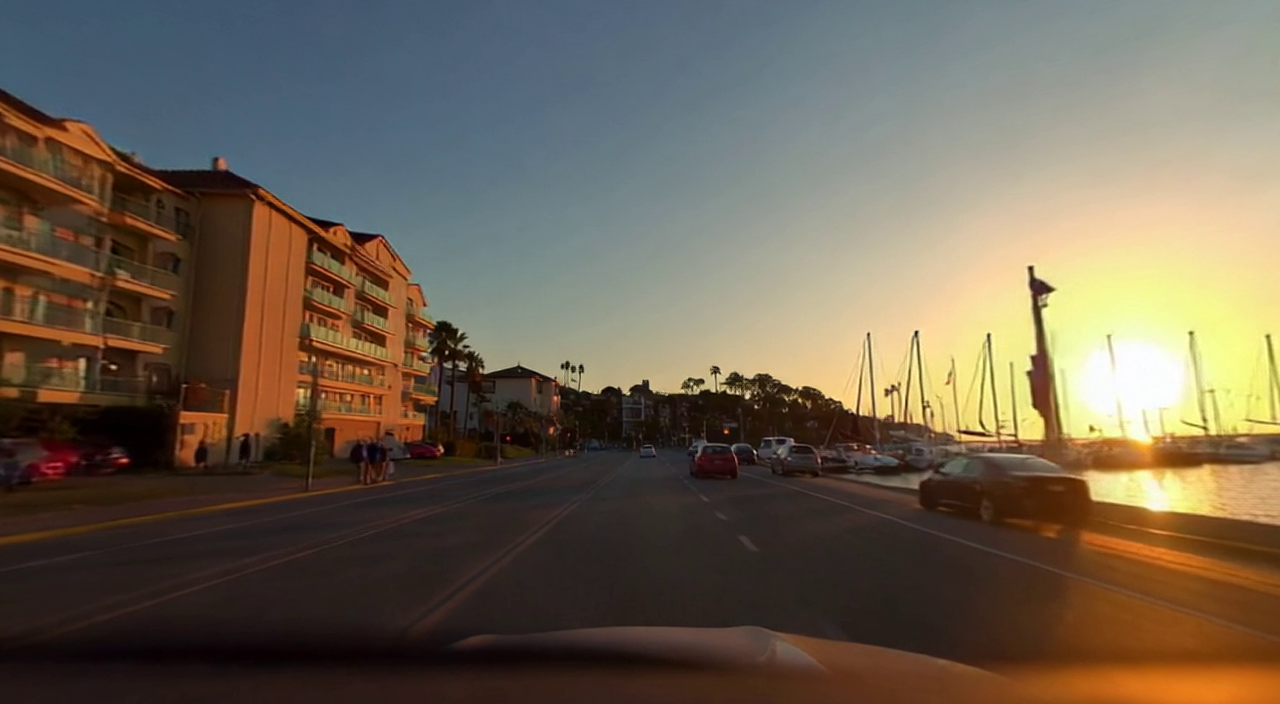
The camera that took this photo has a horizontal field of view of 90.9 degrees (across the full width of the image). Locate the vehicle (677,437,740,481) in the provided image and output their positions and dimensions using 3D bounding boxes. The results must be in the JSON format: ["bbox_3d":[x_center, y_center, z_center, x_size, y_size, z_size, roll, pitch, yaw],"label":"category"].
[{"bbox_3d":[2.700,4.339,25.789,2.047,1.640,4.051,0,-9,-1],"label":"vehicle"}]

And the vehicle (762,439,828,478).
[{"bbox_3d":[7.464,5.158,30.826,2.029,1.750,4.825,-1,-9,0],"label":"vehicle"}]

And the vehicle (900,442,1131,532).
[{"bbox_3d":[7.450,2.683,13.199,2.112,1.514,4.371,-1,-9,0],"label":"vehicle"}]

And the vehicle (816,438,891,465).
[{"bbox_3d":[14.821,6.900,43.852,4.406,1.783,2.020,1,-8,-4],"label":"vehicle"}]
